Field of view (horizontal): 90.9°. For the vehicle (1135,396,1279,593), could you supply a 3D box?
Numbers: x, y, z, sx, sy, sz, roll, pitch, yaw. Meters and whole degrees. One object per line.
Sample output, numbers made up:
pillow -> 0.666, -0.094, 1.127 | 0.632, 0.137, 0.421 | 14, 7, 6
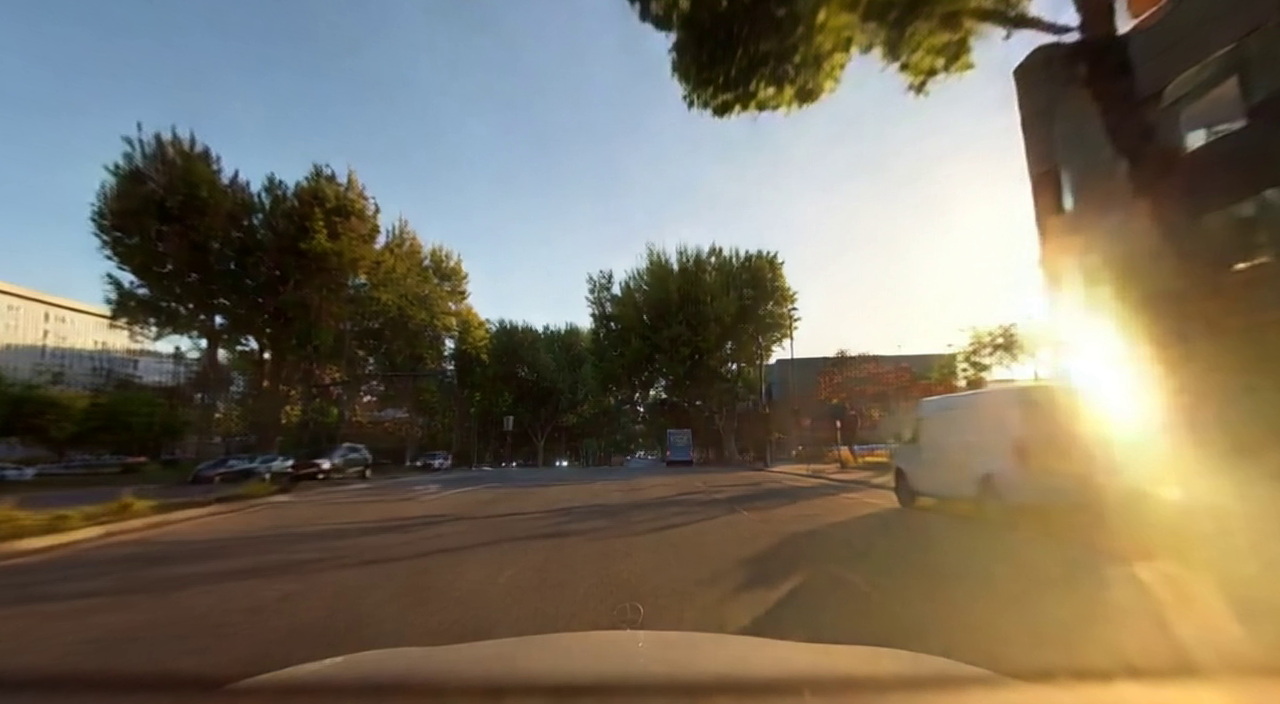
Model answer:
vehicle -> 6.860, 1.201, 5.072 | 1.889, 1.799, 4.704 | 0, -8, 0

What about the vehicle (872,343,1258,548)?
vehicle -> 6.994, 1.747, 11.985 | 2.391, 2.750, 6.853 | 0, -8, -1

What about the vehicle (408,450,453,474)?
vehicle -> -15.853, 8.311, 47.906 | 1.945, 1.737, 4.358 | 0, -8, 0

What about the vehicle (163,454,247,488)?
vehicle -> -22.661, 6.176, 33.053 | 1.875, 1.528, 3.717 | -4, -9, -2

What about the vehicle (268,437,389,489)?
vehicle -> -12.320, 4.409, 25.423 | 2.419, 1.787, 4.859 | -1, -8, 0

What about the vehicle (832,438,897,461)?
vehicle -> 17.469, 7.630, 49.324 | 4.329, 1.502, 2.122 | -3, -5, 6
